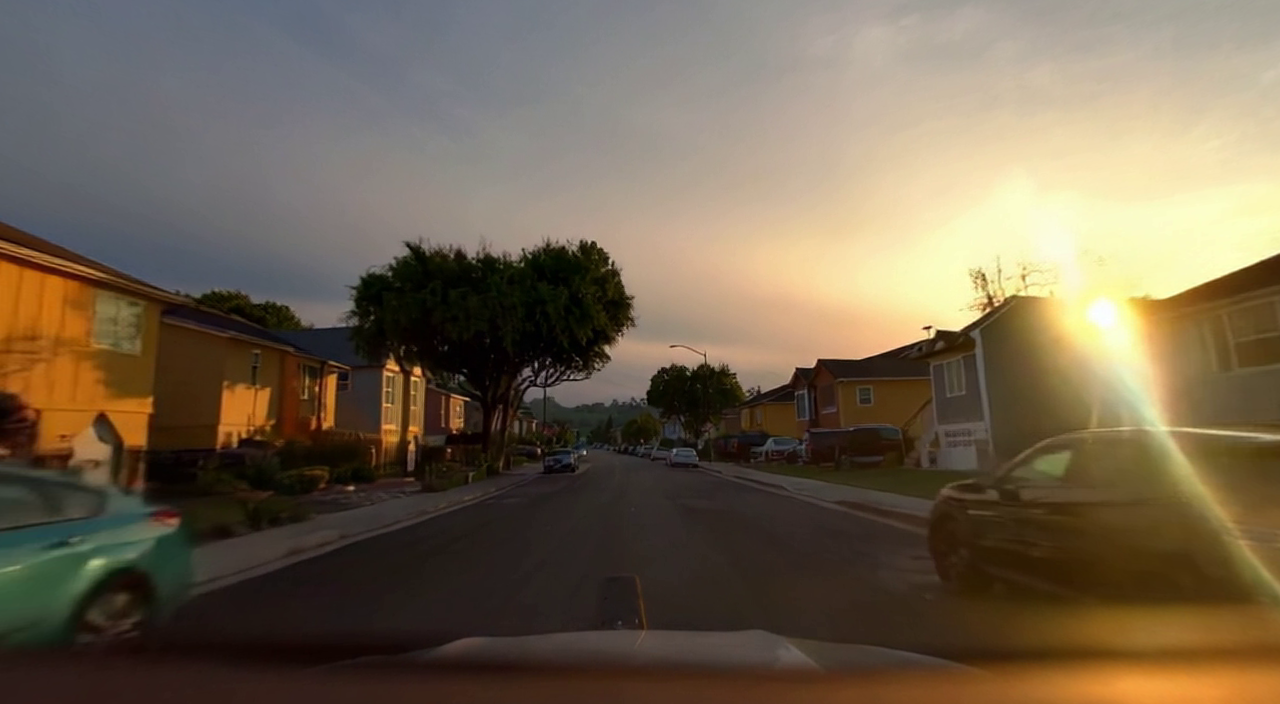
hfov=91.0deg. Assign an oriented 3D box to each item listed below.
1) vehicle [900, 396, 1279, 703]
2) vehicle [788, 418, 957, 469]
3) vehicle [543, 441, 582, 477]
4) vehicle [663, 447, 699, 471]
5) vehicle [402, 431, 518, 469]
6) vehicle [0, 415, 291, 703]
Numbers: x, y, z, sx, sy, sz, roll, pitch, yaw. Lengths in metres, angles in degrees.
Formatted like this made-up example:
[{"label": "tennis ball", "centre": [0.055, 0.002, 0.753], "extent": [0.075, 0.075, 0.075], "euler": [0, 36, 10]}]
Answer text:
[{"label": "vehicle", "centre": [3.729, 1.193, 4.252], "extent": [2.077, 1.512, 4.513], "euler": [0, -9, 1]}, {"label": "vehicle", "centre": [9.089, 3.634, 24.980], "extent": [5.799, 1.927, 2.214], "euler": [0, -8, -1]}, {"label": "vehicle", "centre": [-4.885, 6.755, 40.164], "extent": [2.230, 1.782, 4.628], "euler": [0, -4, -4]}, {"label": "vehicle", "centre": [2.707, 7.162, 42.321], "extent": [1.869, 1.458, 4.324], "euler": [0, -9, -3]}, {"label": "vehicle", "centre": [-9.938, 5.461, 35.190], "extent": [5.843, 1.985, 2.294], "euler": [1, -9, -6]}, {"label": "vehicle", "centre": [-3.842, 1.018, 2.749], "extent": [2.089, 1.508, 4.537], "euler": [2, -7, -1]}]
